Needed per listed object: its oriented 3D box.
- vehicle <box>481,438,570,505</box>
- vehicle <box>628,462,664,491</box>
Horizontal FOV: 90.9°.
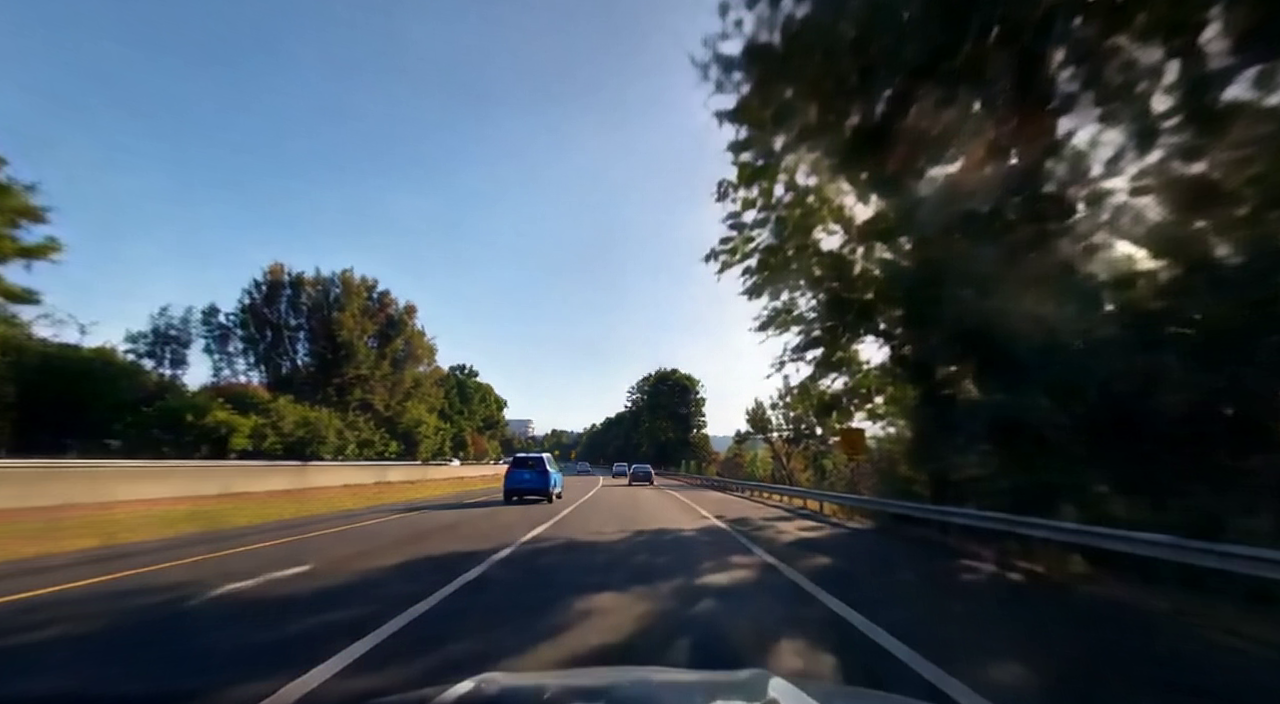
[{"bbox_3d":[-3.938,4.286,22.708,2.237,2.113,4.815,0,-10,0],"label":"vehicle"},{"bbox_3d":[0.313,7.143,36.352,1.905,1.559,3.491,1,-10,-2],"label":"vehicle"}]
